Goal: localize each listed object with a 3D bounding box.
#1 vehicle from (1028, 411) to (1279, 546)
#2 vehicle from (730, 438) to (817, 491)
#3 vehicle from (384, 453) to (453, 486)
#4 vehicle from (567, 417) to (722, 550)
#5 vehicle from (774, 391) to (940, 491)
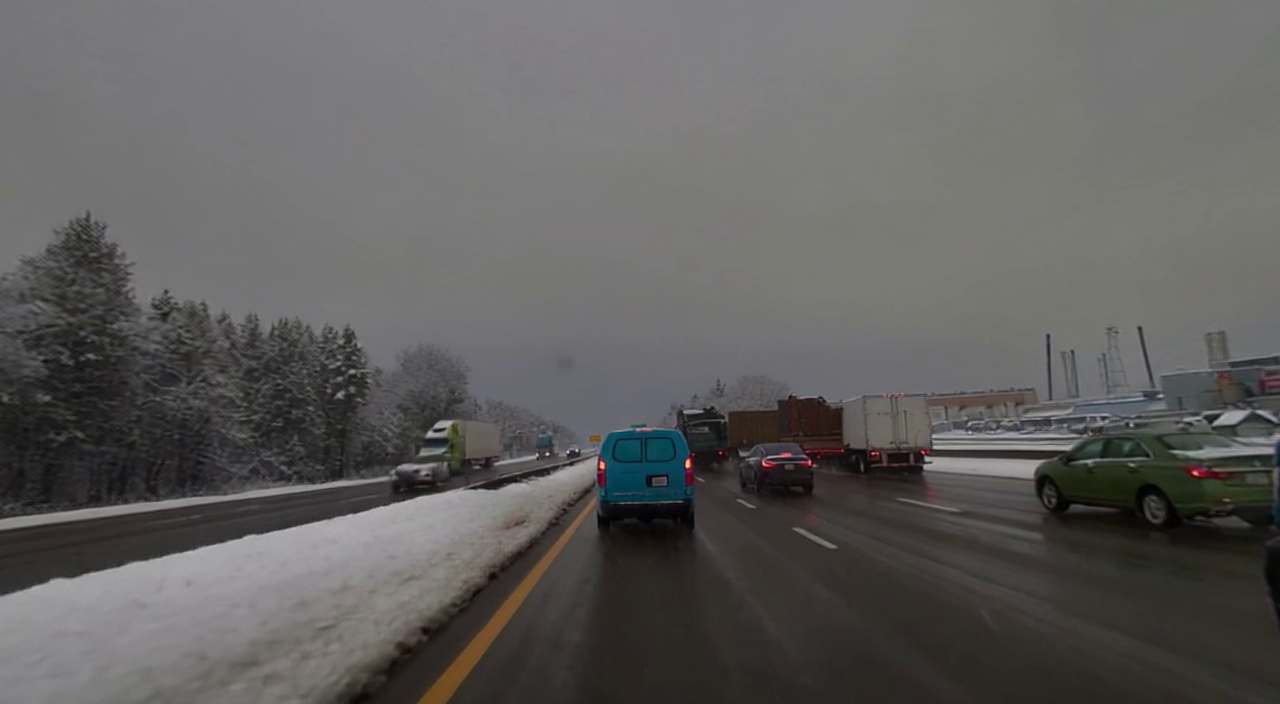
[{"bbox_3d":[8.566,1.897,9.995,1.913,1.652,4.384,0,-9,0],"label":"vehicle"},{"bbox_3d":[4.136,3.547,20.018,1.859,1.512,3.711,0,-9,-1],"label":"vehicle"},{"bbox_3d":[-11.500,6.114,32.902,1.925,1.517,4.598,0,-9,0],"label":"vehicle"},{"bbox_3d":[0.031,1.944,9.759,1.965,1.664,3.428,0,-9,-1],"label":"vehicle"},{"bbox_3d":[8.102,3.655,25.449,2.799,3.188,10.578,0,-9,-1],"label":"vehicle"}]
